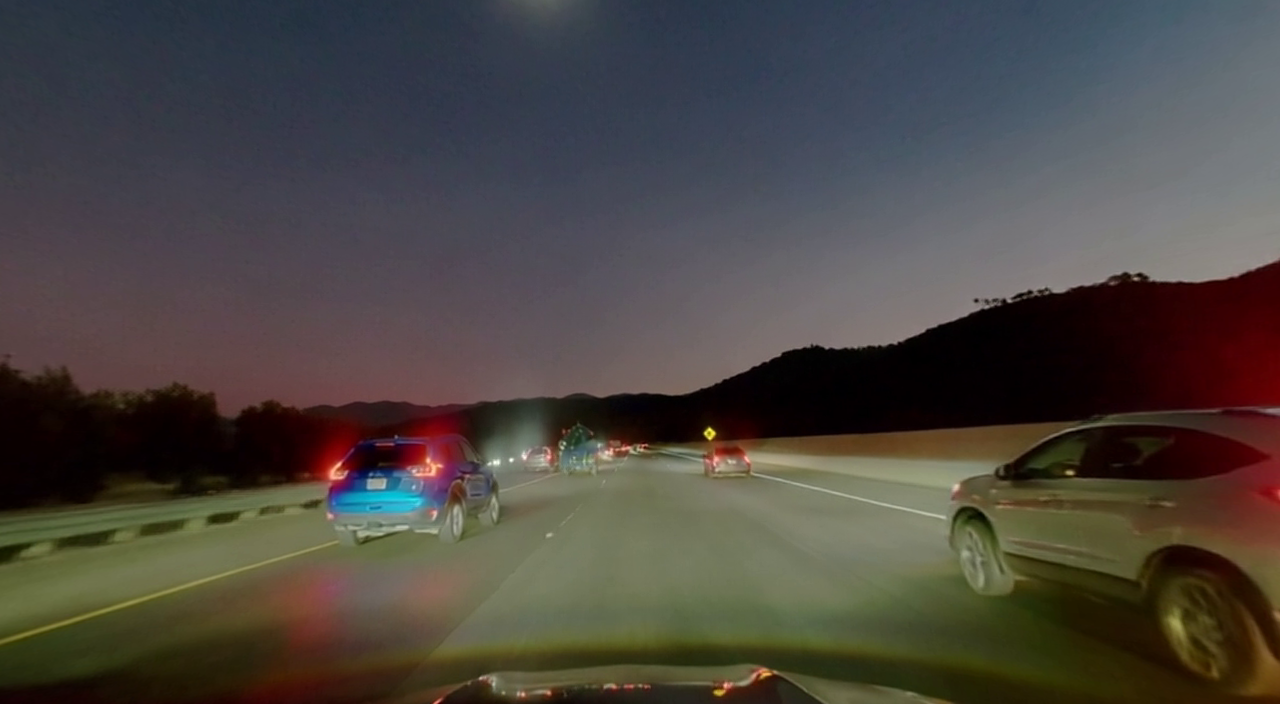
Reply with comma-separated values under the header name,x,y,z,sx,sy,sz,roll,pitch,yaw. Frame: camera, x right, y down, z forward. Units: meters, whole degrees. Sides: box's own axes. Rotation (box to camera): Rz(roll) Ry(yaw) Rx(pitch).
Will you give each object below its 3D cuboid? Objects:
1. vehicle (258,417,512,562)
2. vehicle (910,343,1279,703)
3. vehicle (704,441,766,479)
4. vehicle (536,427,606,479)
name,x,y,z,sx,sy,sz,roll,pitch,yaw
vehicle,-3.480,1.951,9.675,2.080,1.716,4.207,0,-8,1
vehicle,3.781,1.009,4.016,2.066,1.696,4.604,0,-8,0
vehicle,4.202,4.878,28.707,2.071,1.570,4.637,0,-8,0
vehicle,-3.010,4.624,29.002,2.494,2.136,5.539,0,-8,1
